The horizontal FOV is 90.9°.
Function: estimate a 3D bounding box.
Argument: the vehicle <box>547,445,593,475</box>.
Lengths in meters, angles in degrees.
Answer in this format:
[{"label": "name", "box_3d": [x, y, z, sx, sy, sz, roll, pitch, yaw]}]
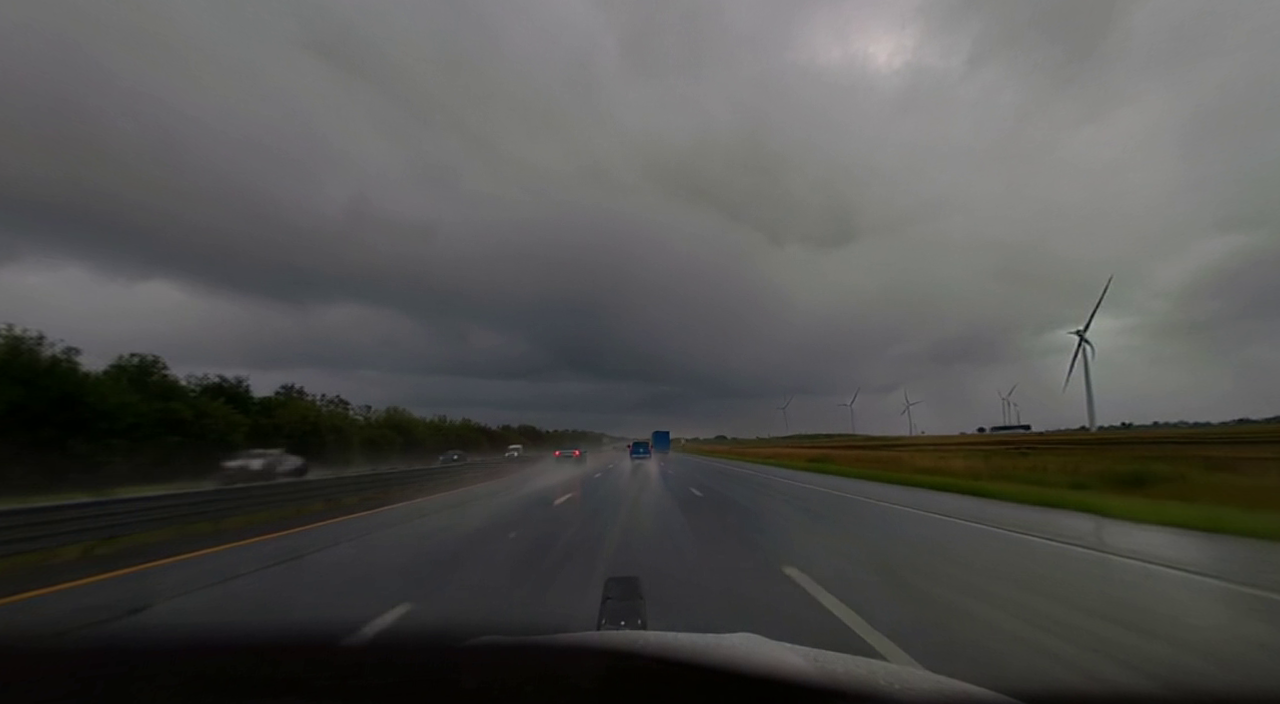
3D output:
[{"label": "vehicle", "box_3d": [-3.763, 5.897, 34.662, 1.984, 1.491, 4.341, 0, -9, 1]}]

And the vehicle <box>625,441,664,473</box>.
[{"label": "vehicle", "box_3d": [0.214, 5.941, 35.920, 2.083, 1.689, 4.083, 0, -9, 0]}]

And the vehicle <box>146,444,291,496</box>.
[{"label": "vehicle", "box_3d": [-15.520, 4.348, 23.615, 2.091, 1.697, 4.796, 0, -9, 0]}]
